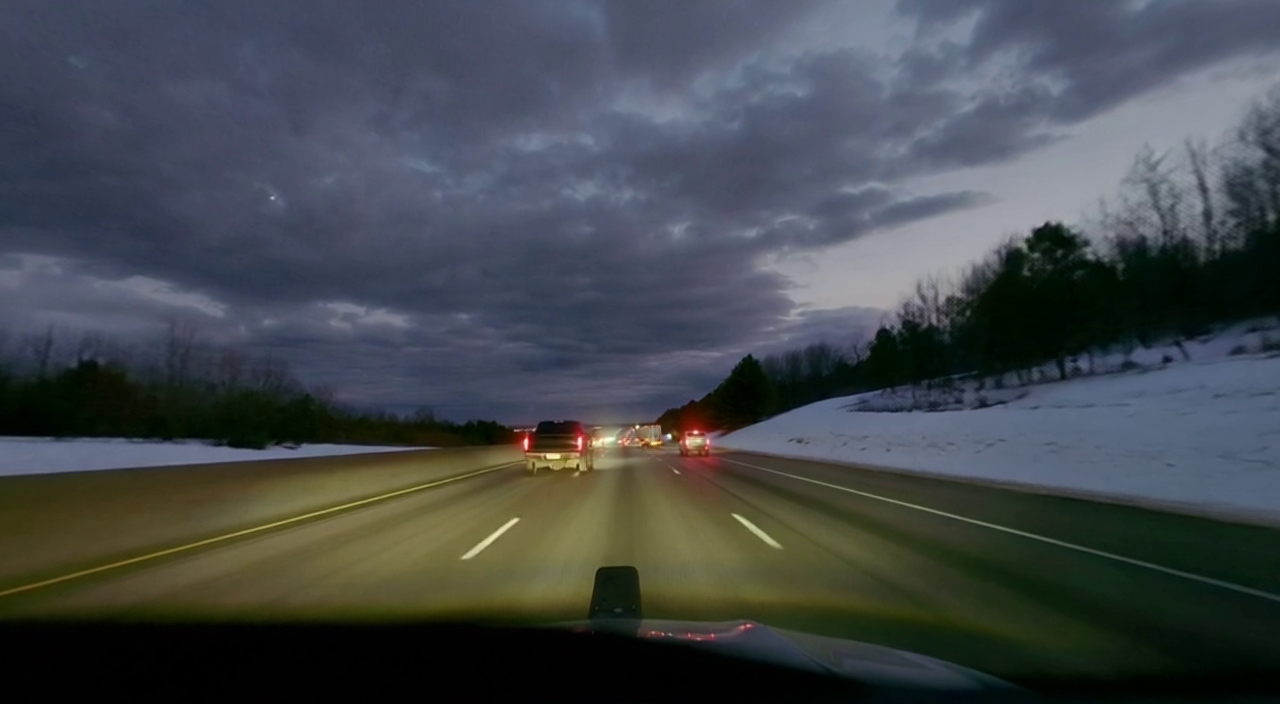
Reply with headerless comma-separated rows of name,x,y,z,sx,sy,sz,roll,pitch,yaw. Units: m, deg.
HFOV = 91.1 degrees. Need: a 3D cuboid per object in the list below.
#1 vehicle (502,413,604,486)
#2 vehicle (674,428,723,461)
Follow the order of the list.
vehicle,-2.257,2.692,17.716,2.185,1.772,4.656,0,-8,0
vehicle,3.140,5.049,34.517,2.124,1.696,4.173,0,-8,-2
